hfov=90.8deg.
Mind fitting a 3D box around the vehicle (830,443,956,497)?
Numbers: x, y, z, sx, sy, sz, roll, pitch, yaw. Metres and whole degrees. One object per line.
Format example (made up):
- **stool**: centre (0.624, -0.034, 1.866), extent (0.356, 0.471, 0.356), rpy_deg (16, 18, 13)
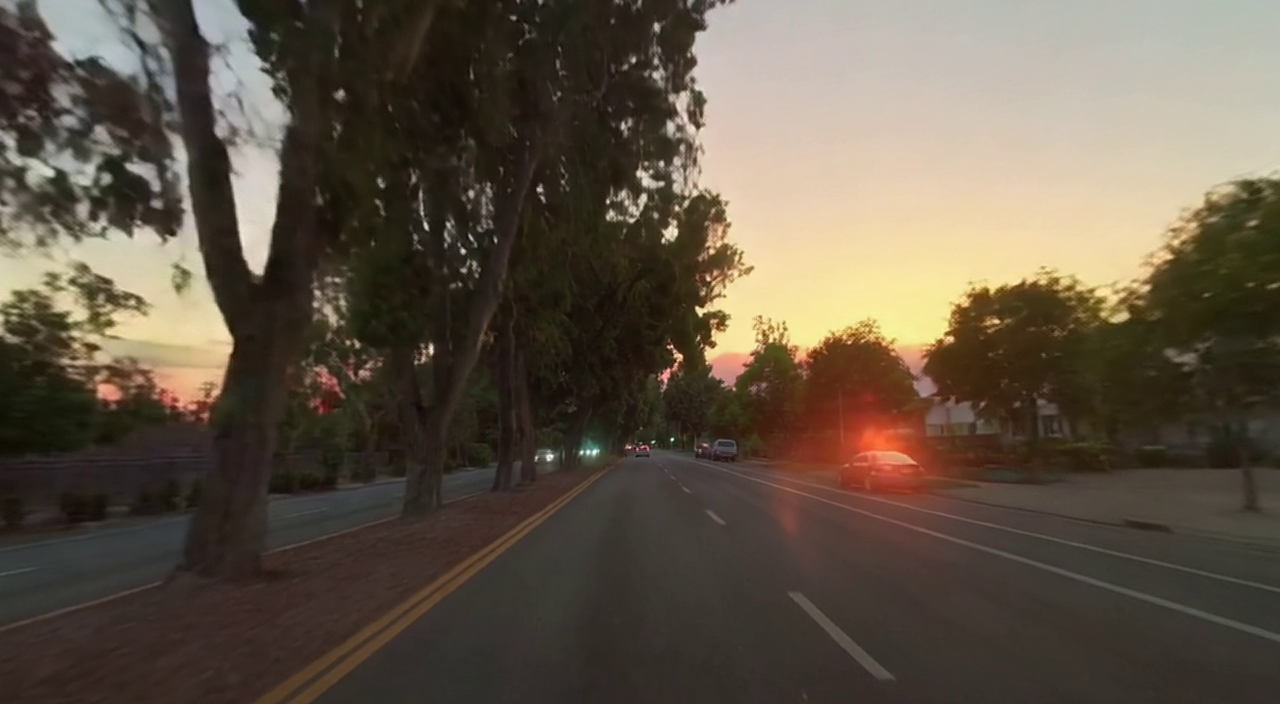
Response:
- **vehicle**: centre (7.613, 3.588, 19.618), extent (1.967, 1.449, 4.645), rpy_deg (0, -9, 0)
